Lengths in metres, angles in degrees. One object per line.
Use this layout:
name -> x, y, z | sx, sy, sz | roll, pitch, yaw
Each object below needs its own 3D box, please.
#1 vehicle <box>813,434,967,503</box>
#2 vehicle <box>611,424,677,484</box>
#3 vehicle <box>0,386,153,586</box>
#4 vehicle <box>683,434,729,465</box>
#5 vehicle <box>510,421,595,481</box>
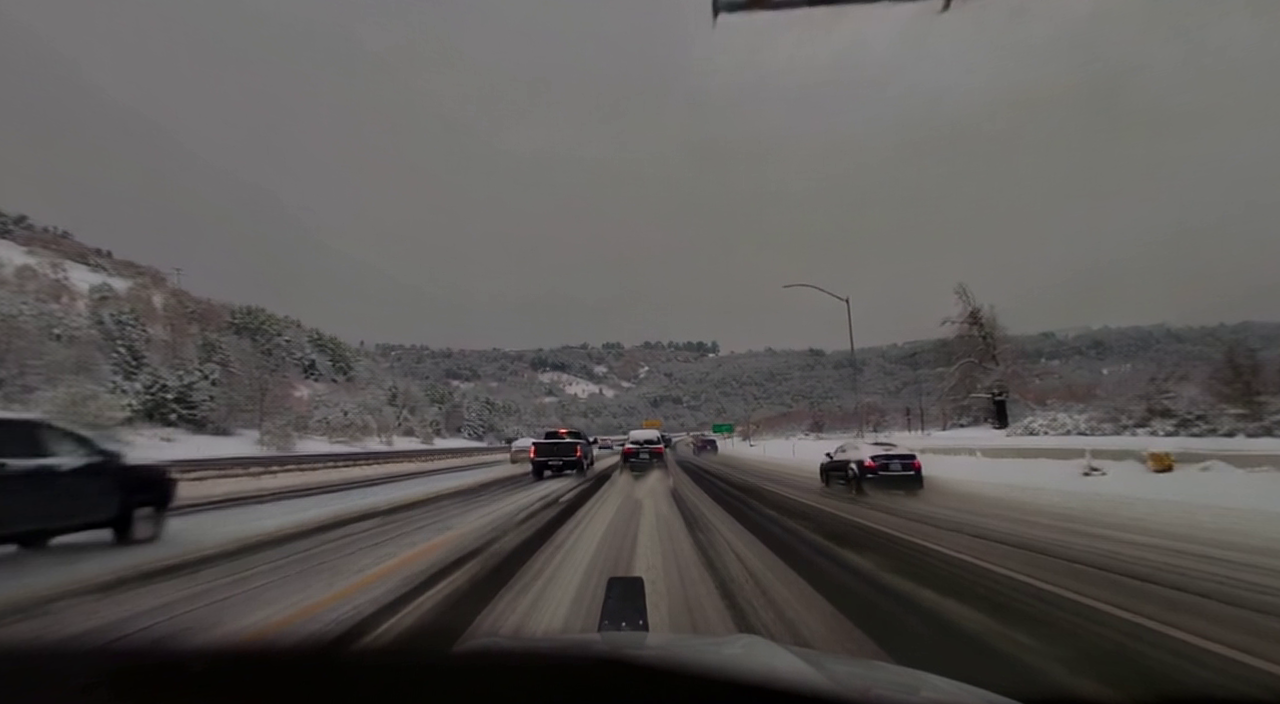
vehicle -> 5.936, 2.805, 15.637 | 1.998, 1.456, 4.338 | 0, -8, 0
vehicle -> 0.181, 3.445, 21.507 | 2.052, 1.808, 3.898 | -1, -8, 2
vehicle -> -6.893, 1.143, 5.171 | 2.036, 1.813, 4.564 | -1, -8, 2
vehicle -> 3.884, 5.854, 37.970 | 2.067, 1.775, 4.372 | 0, -8, -3
vehicle -> -3.148, 3.762, 24.107 | 2.316, 1.999, 5.765 | 0, -8, 1
